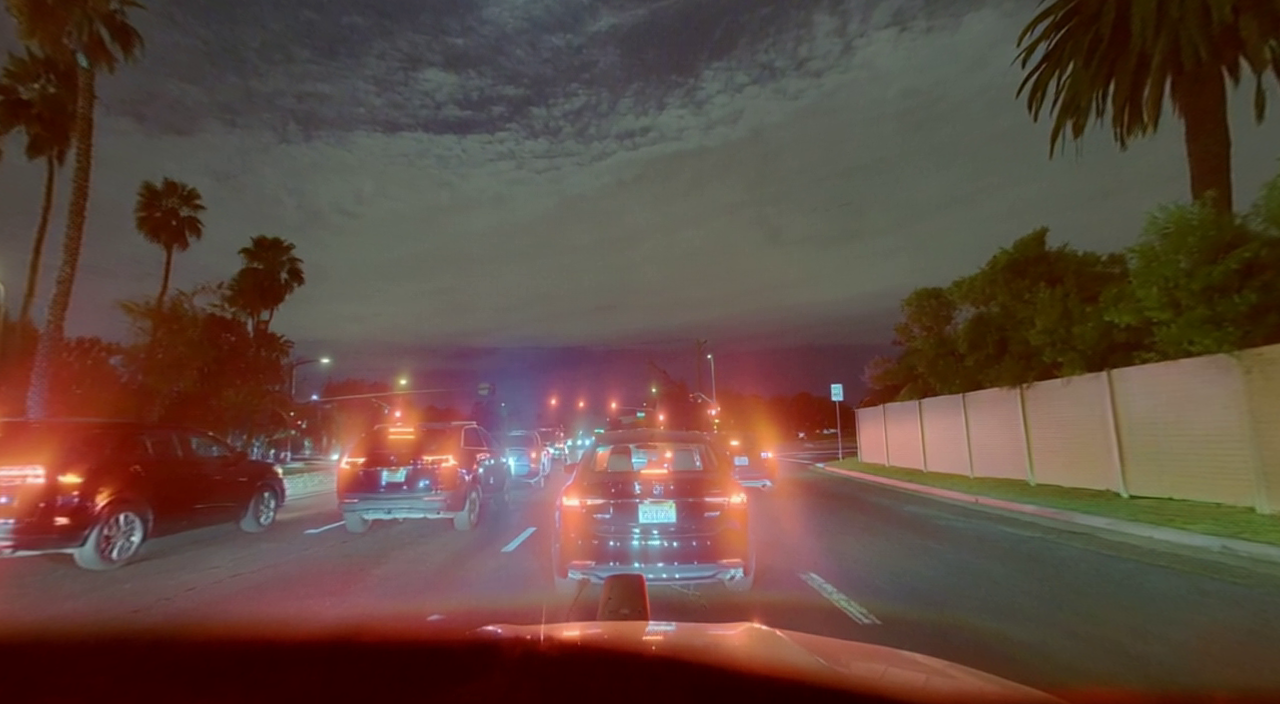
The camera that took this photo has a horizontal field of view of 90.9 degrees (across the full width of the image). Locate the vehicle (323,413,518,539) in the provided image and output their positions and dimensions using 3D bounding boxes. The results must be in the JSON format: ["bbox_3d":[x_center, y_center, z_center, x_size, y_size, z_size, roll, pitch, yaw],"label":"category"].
[{"bbox_3d":[-3.486,2.050,10.992,2.007,1.746,4.136,0,-8,-2],"label":"vehicle"}]

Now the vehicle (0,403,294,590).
[{"bbox_3d":[-6.676,1.670,8.132,1.963,1.721,4.467,0,-8,-2],"label":"vehicle"}]

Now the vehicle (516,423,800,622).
[{"bbox_3d":[0.070,1.597,6.947,2.128,1.473,4.272,0,-8,-2],"label":"vehicle"}]
